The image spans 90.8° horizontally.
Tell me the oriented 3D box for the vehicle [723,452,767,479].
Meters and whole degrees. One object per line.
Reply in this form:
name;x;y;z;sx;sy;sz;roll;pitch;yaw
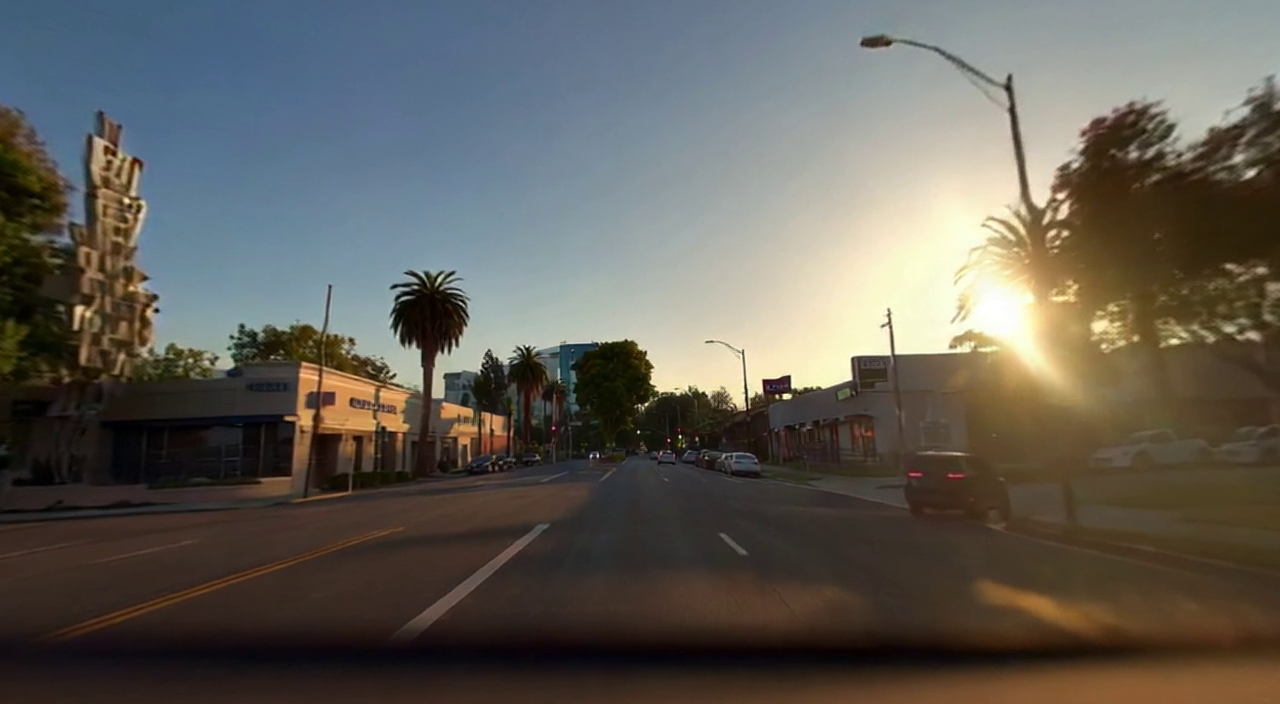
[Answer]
vehicle;6.455;7.036;39.478;1.840;1.503;4.760;0;-9;-1

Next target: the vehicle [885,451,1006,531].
vehicle;7.172;3.036;14.557;2.067;1.477;4.653;-5;-10;30

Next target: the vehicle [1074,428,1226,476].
vehicle;21.479;4.225;26.769;4.482;1.895;2.176;0;-9;-1
